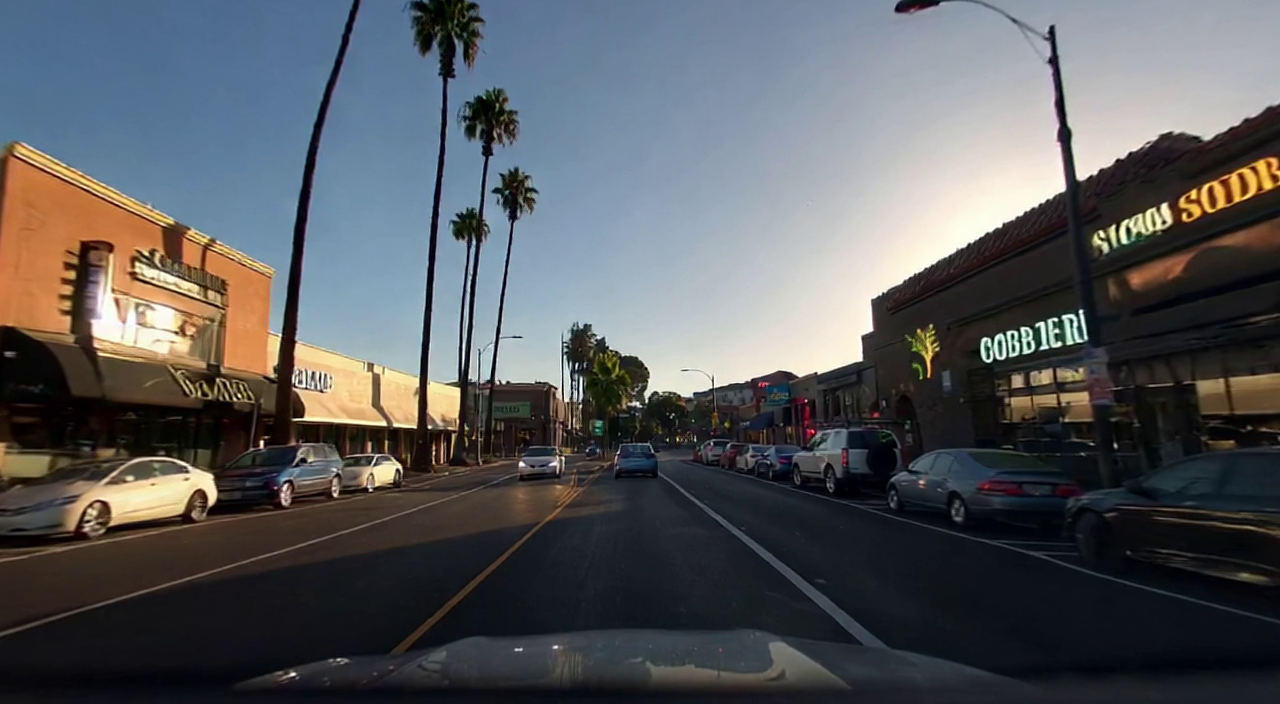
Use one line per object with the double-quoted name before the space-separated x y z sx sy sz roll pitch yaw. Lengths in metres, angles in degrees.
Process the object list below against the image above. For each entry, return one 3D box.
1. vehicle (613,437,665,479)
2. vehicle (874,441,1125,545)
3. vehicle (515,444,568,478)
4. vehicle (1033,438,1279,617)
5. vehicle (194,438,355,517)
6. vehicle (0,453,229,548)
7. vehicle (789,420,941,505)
"vehicle" -0.078 4.627 27.798 2.063 1.664 4.471 0 -8 -1
"vehicle" 6.210 2.437 11.774 1.786 1.492 4.874 0 -8 0
"vehicle" -4.524 5.026 29.506 1.916 1.453 4.315 0 -8 -2
"vehicle" 6.394 1.616 6.188 1.864 1.515 4.763 0 -8 -3
"vehicle" -9.791 3.319 17.440 1.818 1.740 4.555 -3 -7 -1
"vehicle" -9.908 2.661 11.973 1.640 1.461 3.936 0 -9 -1
"vehicle" 6.279 3.166 18.628 2.257 2.074 5.857 0 -8 0
